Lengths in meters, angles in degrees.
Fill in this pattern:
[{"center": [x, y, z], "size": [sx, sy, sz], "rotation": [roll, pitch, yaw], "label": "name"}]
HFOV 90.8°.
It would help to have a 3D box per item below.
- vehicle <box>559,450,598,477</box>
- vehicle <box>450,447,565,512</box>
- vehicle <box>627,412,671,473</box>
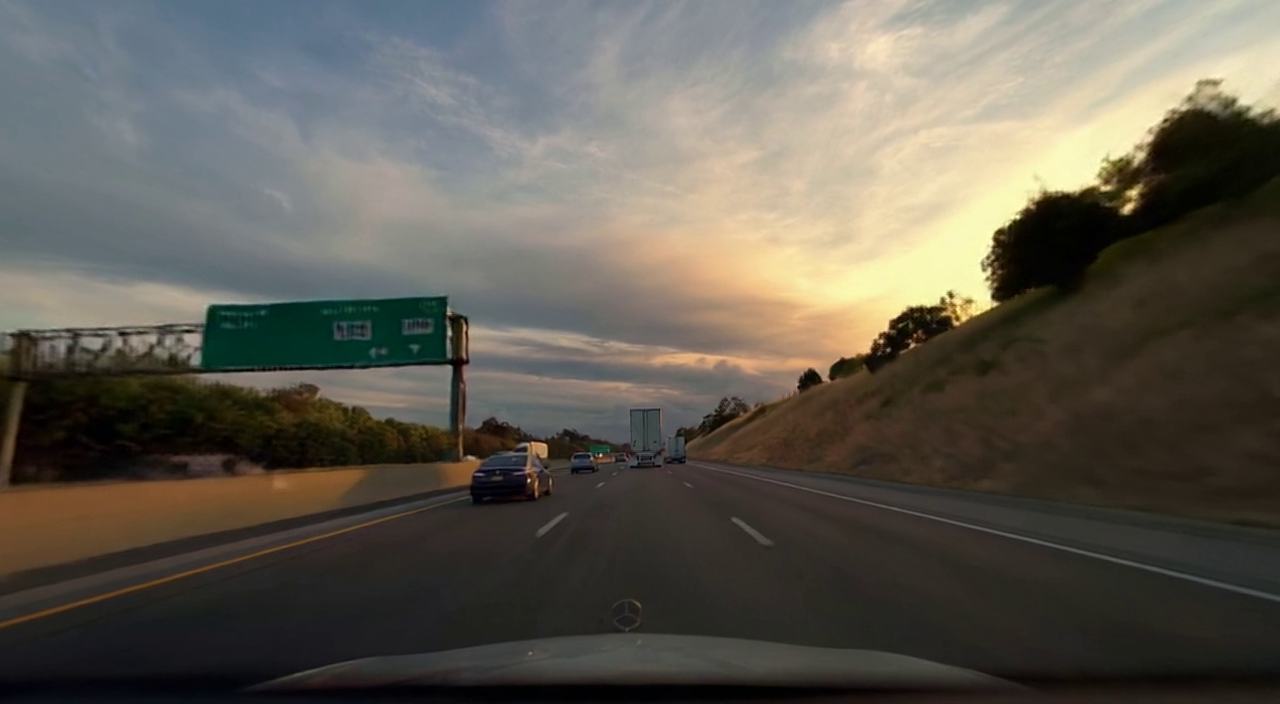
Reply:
[{"center": [-3.763, 6.922, 39.412], "size": [2.051, 1.537, 4.111], "rotation": [0, -9, 0], "label": "vehicle"}, {"center": [-3.367, 3.347, 17.145], "size": [2.053, 1.489, 4.740], "rotation": [0, -9, 1], "label": "vehicle"}, {"center": [0.593, 6.897, 47.816], "size": [2.919, 4.048, 11.010], "rotation": [0, -9, 0], "label": "vehicle"}]
